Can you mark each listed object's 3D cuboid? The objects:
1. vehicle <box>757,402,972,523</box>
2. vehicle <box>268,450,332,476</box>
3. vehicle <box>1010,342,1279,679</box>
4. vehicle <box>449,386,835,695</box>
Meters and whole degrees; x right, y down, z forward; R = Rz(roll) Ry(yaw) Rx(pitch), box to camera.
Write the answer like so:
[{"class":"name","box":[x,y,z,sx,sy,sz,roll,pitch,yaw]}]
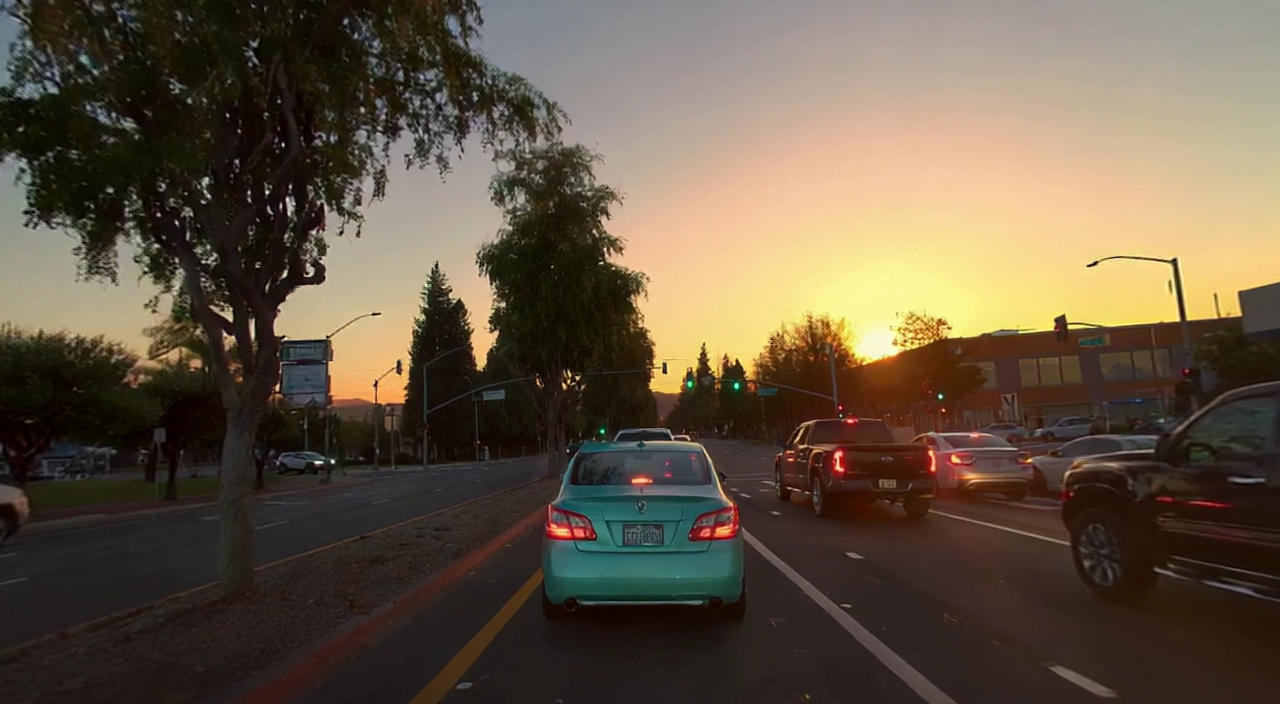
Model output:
[{"class":"vehicle","box":[4.169,2.206,13.115,2.319,1.930,5.651,0,-8,-1]},{"class":"vehicle","box":[-24.067,7.839,44.812,1.798,1.706,4.385,-1,-8,6]},{"class":"vehicle","box":[4.468,0.869,3.534,2.019,1.803,4.634,-1,-8,1]},{"class":"vehicle","box":[-0.015,1.322,5.532,2.116,1.677,3.948,0,-8,-1]}]
